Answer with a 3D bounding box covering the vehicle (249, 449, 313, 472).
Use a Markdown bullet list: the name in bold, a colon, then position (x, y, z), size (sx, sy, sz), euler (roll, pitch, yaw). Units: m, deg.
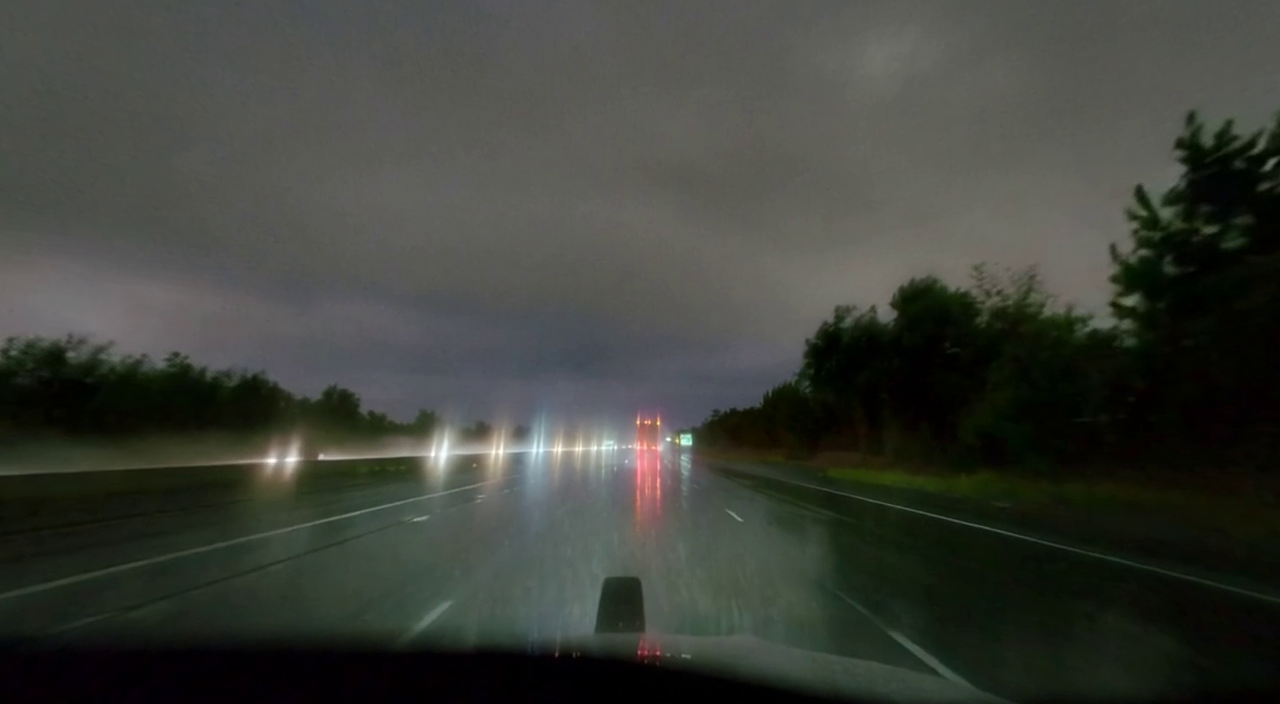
- **vehicle**: position (-25.179, 7.585, 44.322), size (1.824, 1.509, 4.374), euler (0, -9, 1)
